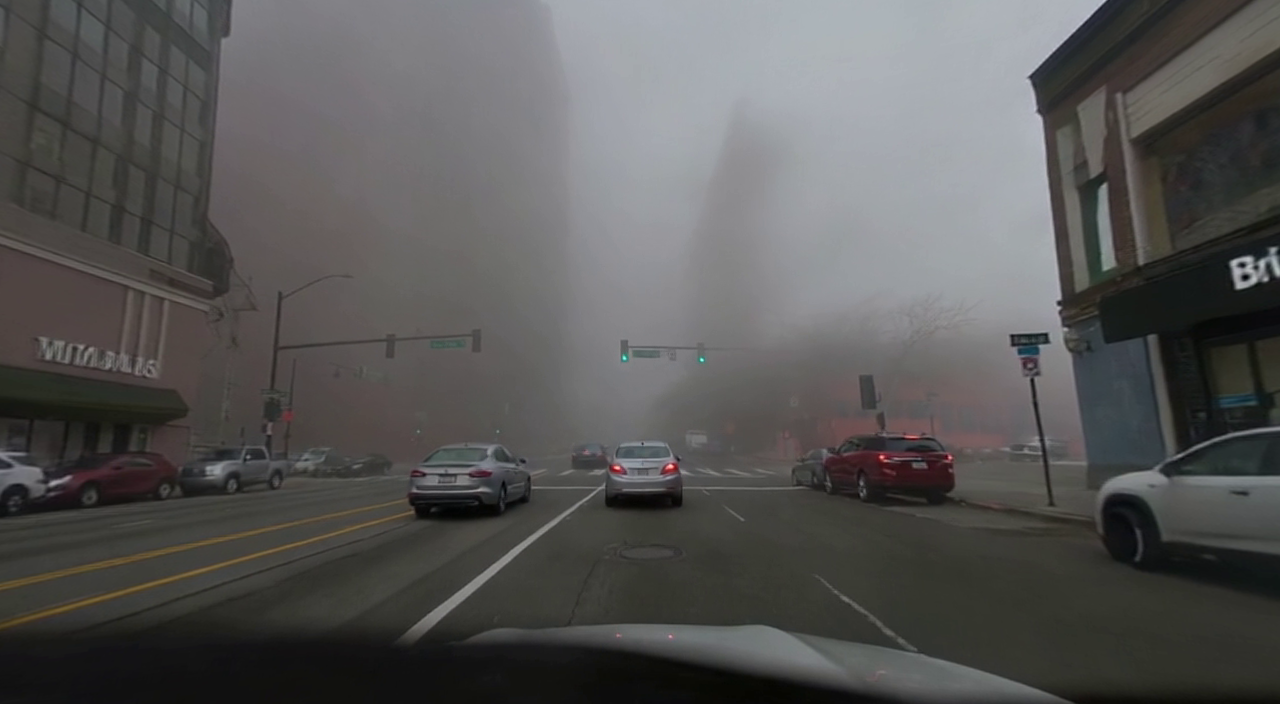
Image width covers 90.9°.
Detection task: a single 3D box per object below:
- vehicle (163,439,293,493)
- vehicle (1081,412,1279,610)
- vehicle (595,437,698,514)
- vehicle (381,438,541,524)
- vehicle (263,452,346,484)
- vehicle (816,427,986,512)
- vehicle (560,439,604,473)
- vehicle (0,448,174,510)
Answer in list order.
[{"bbox_3d":[-16.817,4.646,26.205,2.239,1.963,5.779,1,-9,-9],"label":"vehicle"},{"bbox_3d":[6.598,1.402,5.595,1.986,1.722,4.516,0,-9,-1],"label":"vehicle"},{"bbox_3d":[0.102,2.753,14.530,2.037,1.484,4.073,0,-9,-1],"label":"vehicle"},{"bbox_3d":[-3.431,2.552,13.044,1.950,1.450,4.257,0,-9,1],"label":"vehicle"},{"bbox_3d":[-17.179,5.926,32.507,1.774,1.436,4.473,0,-9,1],"label":"vehicle"},{"bbox_3d":[6.579,3.020,16.765,2.289,1.867,5.322,0,-9,1],"label":"vehicle"},{"bbox_3d":[-3.104,5.688,34.535,2.007,1.736,4.185,0,-9,1],"label":"vehicle"},{"bbox_3d":[-17.094,3.824,19.543,1.888,1.692,4.356,0,-9,0],"label":"vehicle"}]
